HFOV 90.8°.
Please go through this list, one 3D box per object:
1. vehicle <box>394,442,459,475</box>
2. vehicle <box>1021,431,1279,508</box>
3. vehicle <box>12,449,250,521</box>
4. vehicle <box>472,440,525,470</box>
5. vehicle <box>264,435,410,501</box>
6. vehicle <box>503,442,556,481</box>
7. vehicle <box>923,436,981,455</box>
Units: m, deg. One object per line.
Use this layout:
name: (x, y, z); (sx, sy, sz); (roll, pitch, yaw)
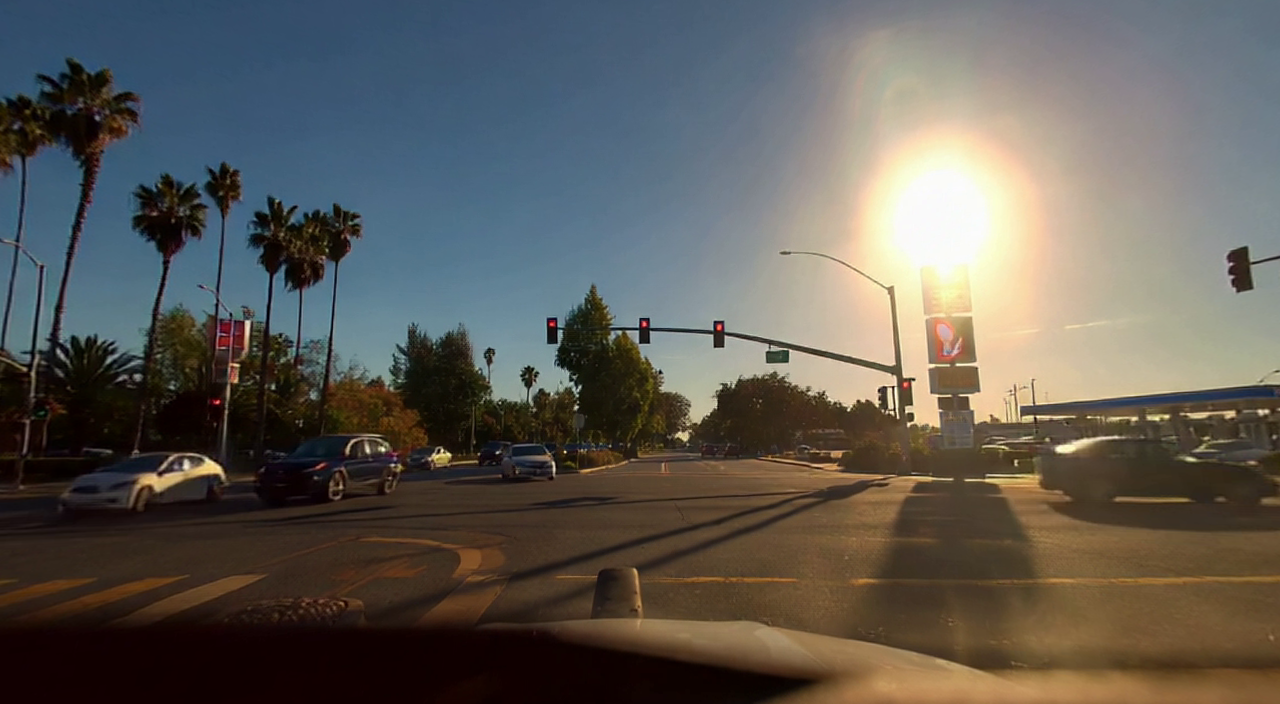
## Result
vehicle: (-11.874, 5.950, 35.502); (1.973, 1.712, 4.872); (0, -9, 0)
vehicle: (12.377, 2.777, 15.206); (4.938, 1.651, 2.138); (-1, -9, 8)
vehicle: (-11.807, 3.060, 15.191); (1.966, 1.455, 4.493); (0, -9, 0)
vehicle: (-8.553, 6.296, 38.607); (2.124, 1.701, 4.551); (0, -9, 1)
vehicle: (-8.512, 3.286, 18.275); (2.156, 1.662, 4.186); (0, -9, -1)
vehicle: (-4.620, 4.522, 26.460); (1.983, 1.464, 4.579); (1, -9, -10)
vehicle: (22.538, 6.766, 45.664); (3.356, 1.395, 1.559); (0, -9, -1)
